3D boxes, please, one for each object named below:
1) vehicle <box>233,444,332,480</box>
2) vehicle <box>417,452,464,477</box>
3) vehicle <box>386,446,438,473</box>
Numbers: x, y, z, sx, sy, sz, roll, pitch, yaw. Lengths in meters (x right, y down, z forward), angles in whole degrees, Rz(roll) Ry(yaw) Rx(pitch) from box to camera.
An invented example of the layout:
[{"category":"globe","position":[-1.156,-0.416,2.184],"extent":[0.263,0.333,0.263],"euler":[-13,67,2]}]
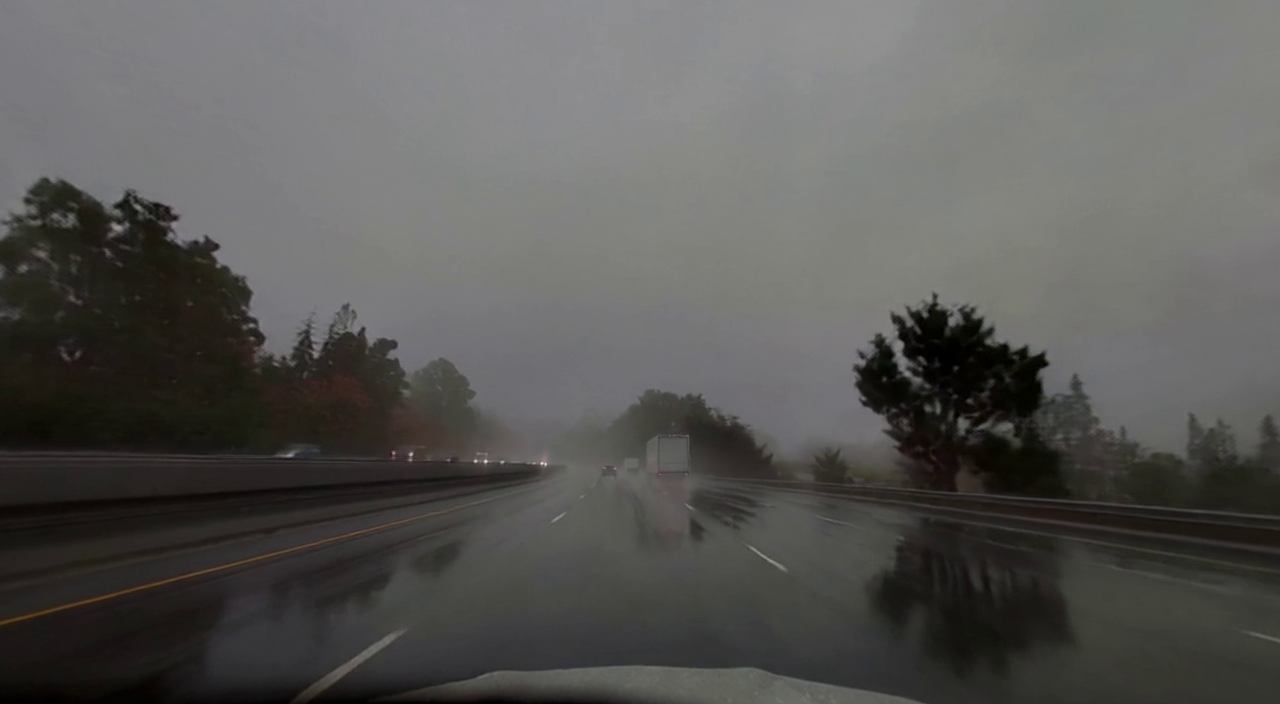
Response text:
[{"category":"vehicle","position":[-16.150,5.049,28.780],"extent":[1.914,1.484,4.634],"euler":[1,-11,-2]},{"category":"vehicle","position":[-12.224,6.947,38.786],"extent":[1.732,1.414,3.600],"euler":[1,-11,-1]},{"category":"vehicle","position":[-16.966,8.107,47.127],"extent":[2.106,1.843,4.997],"euler":[1,-11,-1]}]
